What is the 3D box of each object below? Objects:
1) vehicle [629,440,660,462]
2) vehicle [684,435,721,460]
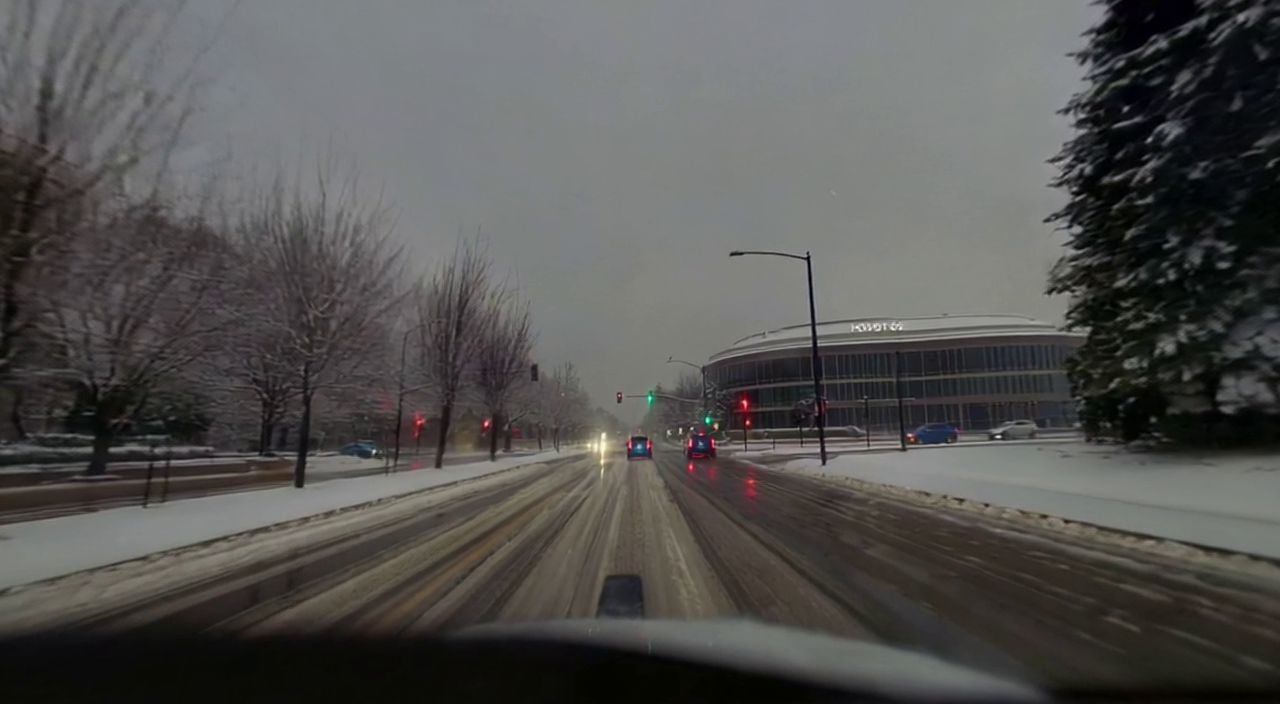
[{"bbox_3d":[0.277,7.091,45.127,2.014,1.525,4.197,0,-9,-2],"label":"vehicle"},{"bbox_3d":[4.641,7.171,47.299,2.174,1.749,4.739,0,-9,-2],"label":"vehicle"}]
